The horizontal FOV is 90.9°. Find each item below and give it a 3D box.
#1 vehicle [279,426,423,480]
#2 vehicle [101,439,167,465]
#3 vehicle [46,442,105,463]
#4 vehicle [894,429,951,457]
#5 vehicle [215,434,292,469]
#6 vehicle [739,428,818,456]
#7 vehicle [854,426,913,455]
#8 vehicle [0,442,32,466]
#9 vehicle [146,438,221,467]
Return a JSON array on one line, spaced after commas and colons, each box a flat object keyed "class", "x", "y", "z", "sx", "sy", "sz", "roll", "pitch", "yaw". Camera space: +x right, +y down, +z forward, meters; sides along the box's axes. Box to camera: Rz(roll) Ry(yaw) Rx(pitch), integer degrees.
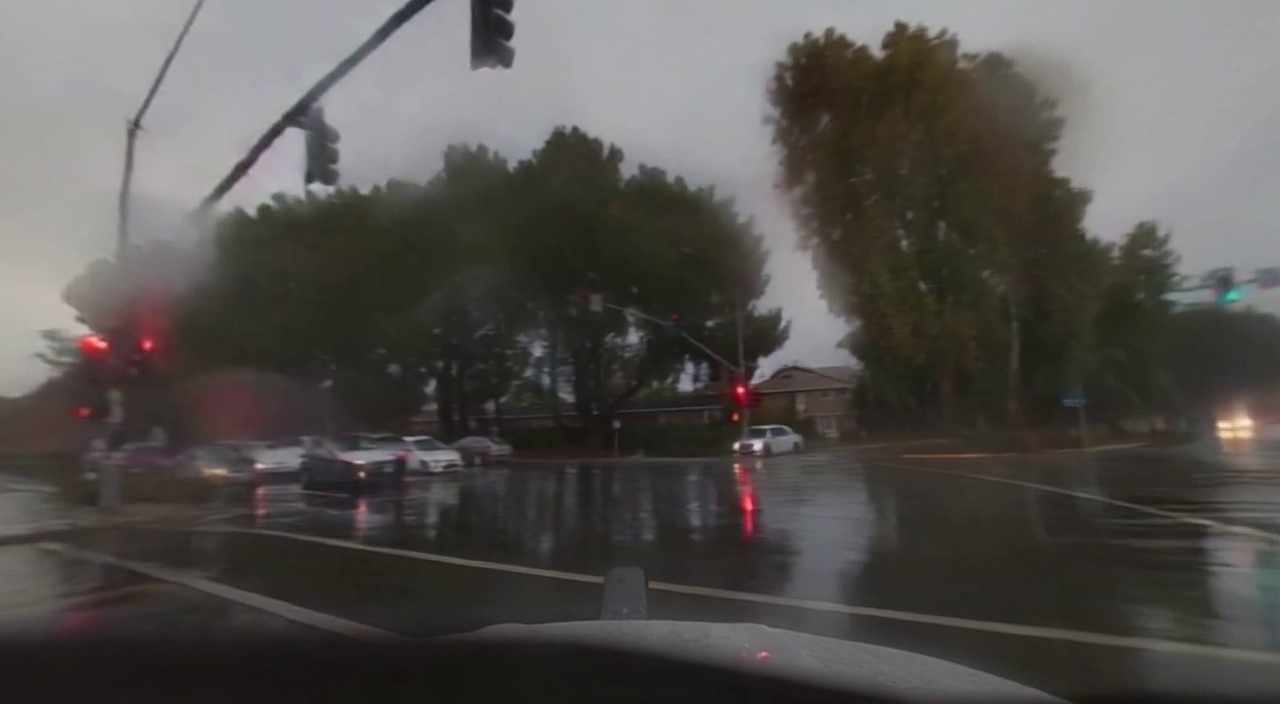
[{"class": "vehicle", "x": -11.455, "y": 3.941, "z": 24.828, "sx": 5.874, "sy": 1.897, "sz": 2.226, "roll": -6, "pitch": -10, "yaw": 33}, {"class": "vehicle", "x": -35.482, "y": 7.003, "z": 44.147, "sx": 4.465, "sy": 1.750, "sz": 2.176, "roll": -6, "pitch": -10, "yaw": 33}, {"class": "vehicle", "x": -43.588, "y": 7.739, "z": 48.644, "sx": 4.489, "sy": 1.595, "sz": 1.890, "roll": -5, "pitch": -10, "yaw": 29}, {"class": "vehicle", "x": 16.592, "y": 5.323, "z": 36.908, "sx": 2.039, "sy": 1.519, "sz": 4.356, "roll": -7, "pitch": -10, "yaw": 37}, {"class": "vehicle", "x": -22.439, "y": 5.754, "z": 36.545, "sx": 4.651, "sy": 1.850, "sz": 1.963, "roll": -6, "pitch": -10, "yaw": 34}, {"class": "vehicle", "x": 10.965, "y": 7.083, "z": 49.648, "sx": 5.840, "sy": 2.087, "sz": 2.737, "roll": 6, "pitch": -10, "yaw": -34}, {"class": "vehicle", "x": 16.556, "y": 6.016, "z": 42.678, "sx": 2.248, "sy": 1.838, "sz": 4.804, "roll": -7, "pitch": -11, "yaw": 38}, {"class": "vehicle", "x": -47.029, "y": 7.474, "z": 46.383, "sx": 4.406, "sy": 1.702, "sz": 1.943, "roll": -5, "pitch": -10, "yaw": 30}, {"class": "vehicle", "x": -29.167, "y": 6.418, "z": 40.253, "sx": 4.462, "sy": 1.734, "sz": 2.159, "roll": -5, "pitch": -10, "yaw": 31}]
